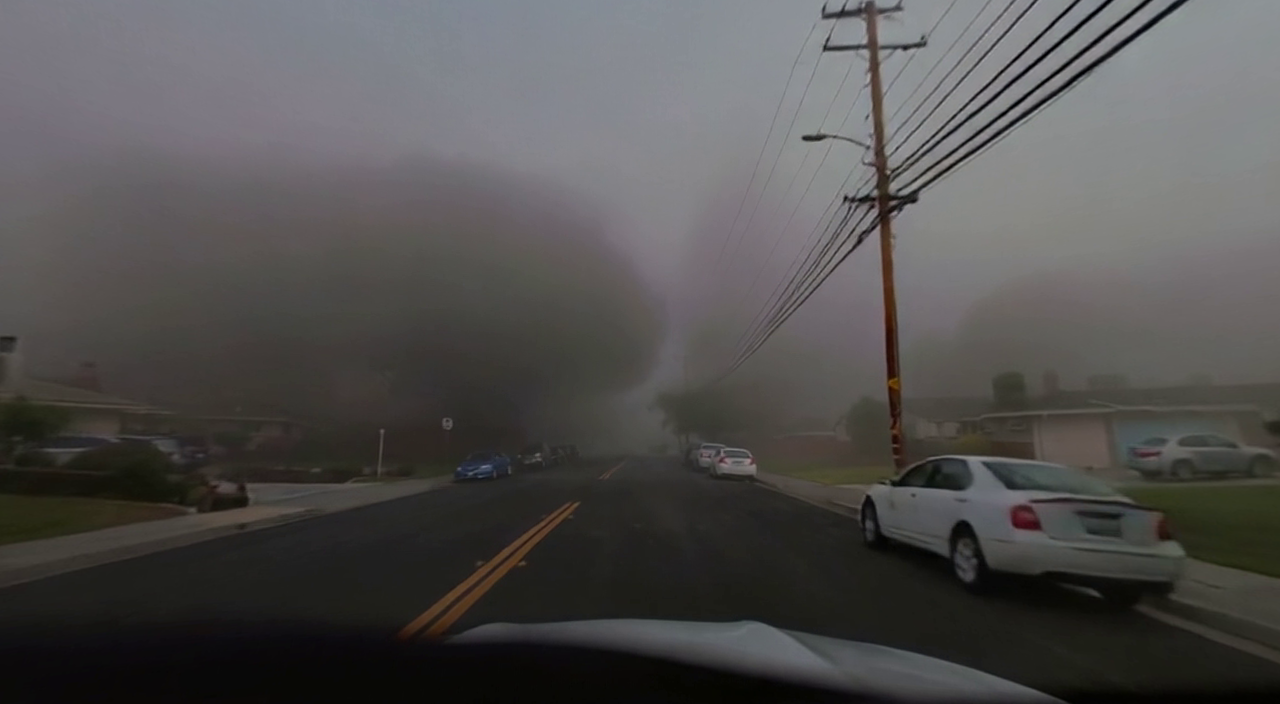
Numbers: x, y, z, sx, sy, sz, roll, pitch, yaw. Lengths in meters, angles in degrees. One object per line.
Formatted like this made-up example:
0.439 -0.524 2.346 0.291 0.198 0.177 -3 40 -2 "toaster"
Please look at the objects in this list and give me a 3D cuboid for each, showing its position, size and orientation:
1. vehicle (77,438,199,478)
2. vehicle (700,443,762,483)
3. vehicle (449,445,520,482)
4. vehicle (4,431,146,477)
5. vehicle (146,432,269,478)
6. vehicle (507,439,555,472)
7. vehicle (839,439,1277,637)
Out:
-20.346 4.291 25.845 1.791 1.500 3.846 0 -9 1 "vehicle"
3.548 4.410 25.401 1.763 1.432 4.323 0 -9 -1 "vehicle"
-6.599 4.766 27.302 2.031 1.454 4.410 0 -9 -1 "vehicle"
-23.235 4.212 26.243 1.879 1.761 4.199 0 -9 1 "vehicle"
-17.949 4.290 26.557 1.925 1.750 4.489 0 -9 0 "vehicle"
-6.490 6.207 38.076 2.031 1.799 4.587 0 -9 0 "vehicle"
3.757 1.687 6.759 1.782 1.439 4.037 0 -9 -3 "vehicle"
